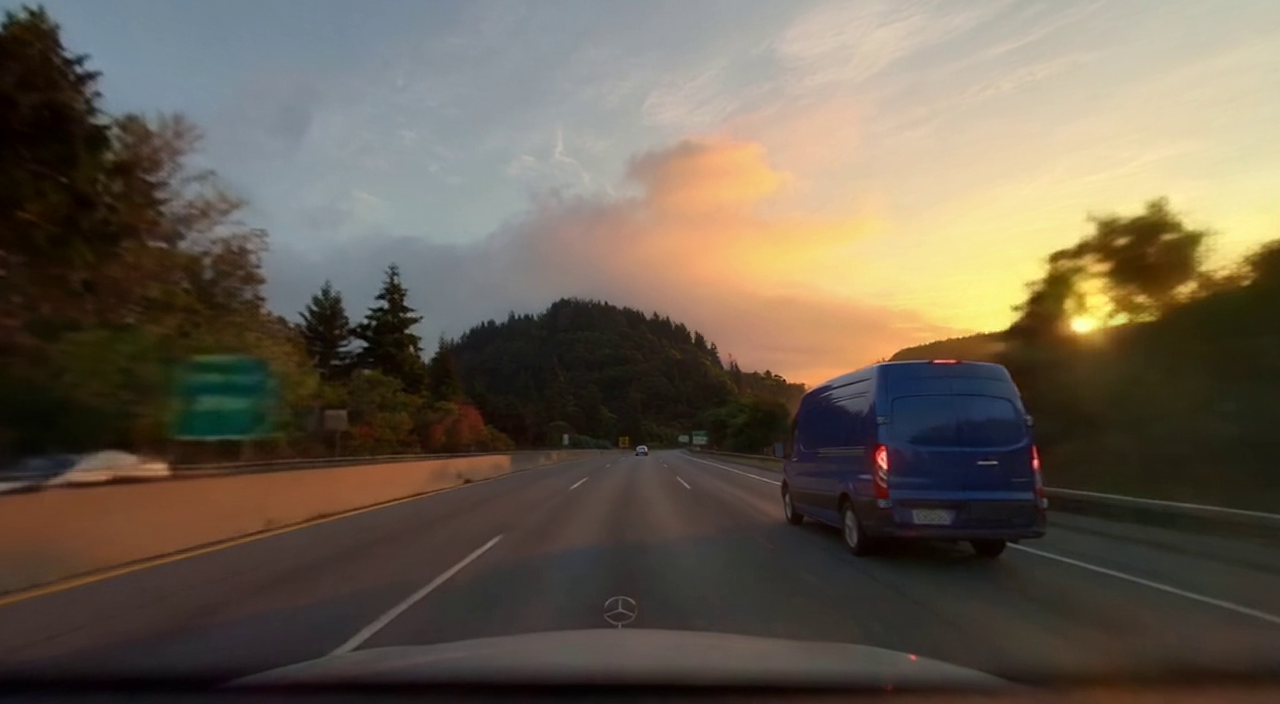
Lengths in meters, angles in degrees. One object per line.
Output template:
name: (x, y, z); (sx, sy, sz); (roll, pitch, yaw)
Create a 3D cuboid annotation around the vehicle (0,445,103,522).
vehicle: (-14.558, 2.850, 13.660); (1.918, 1.609, 4.302); (0, -8, 0)
